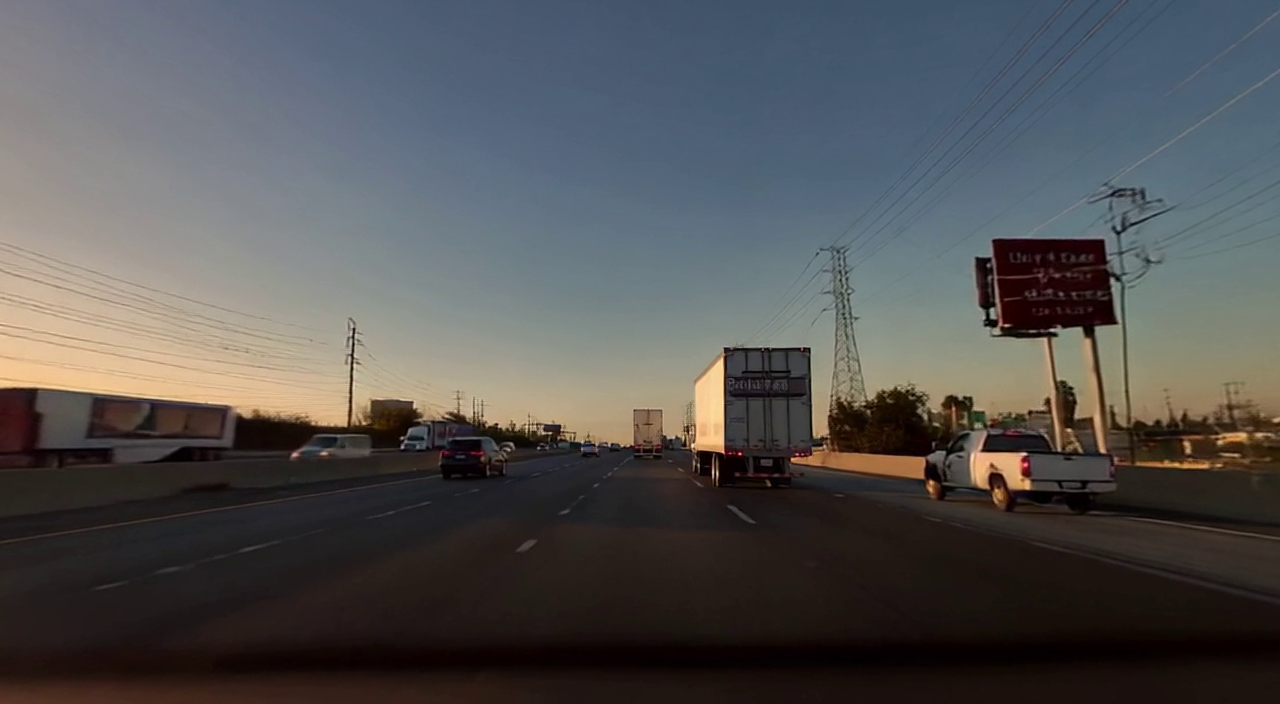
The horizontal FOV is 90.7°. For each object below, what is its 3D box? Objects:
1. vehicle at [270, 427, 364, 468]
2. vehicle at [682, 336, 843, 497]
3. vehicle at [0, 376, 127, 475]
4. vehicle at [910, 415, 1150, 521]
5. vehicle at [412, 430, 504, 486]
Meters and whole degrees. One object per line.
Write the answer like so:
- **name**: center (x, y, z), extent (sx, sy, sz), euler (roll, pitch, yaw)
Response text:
- **vehicle**: center (-16.665, 4.981, 32.969), extent (2.315, 1.940, 4.685), euler (0, -9, 1)
- **vehicle**: center (3.669, 2.867, 24.606), extent (2.892, 4.152, 16.575), euler (0, -9, 0)
- **vehicle**: center (-27.553, 3.230, 27.401), extent (2.998, 3.998, 8.850), euler (0, -9, 1)
- **vehicle**: center (7.839, 2.376, 13.440), extent (2.115, 1.844, 4.522), euler (0, -9, -1)
- **vehicle**: center (-6.611, 3.927, 23.614), extent (2.004, 1.846, 4.739), euler (0, -9, 0)
